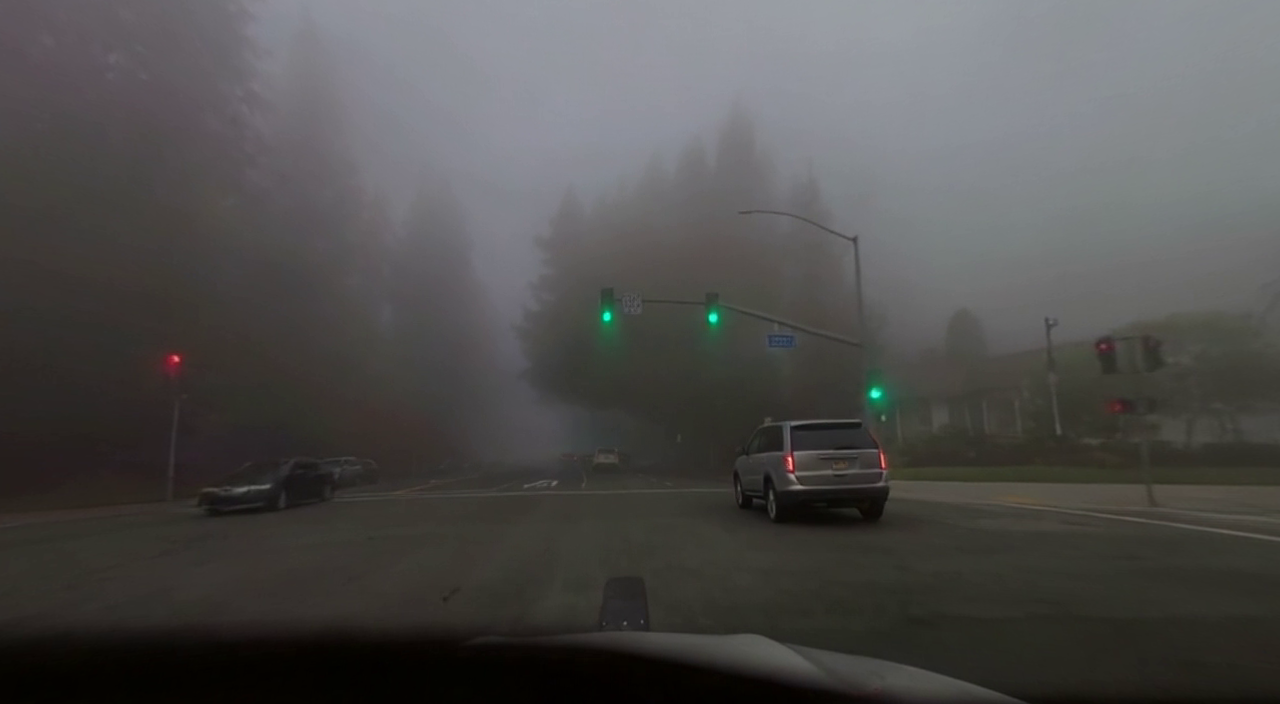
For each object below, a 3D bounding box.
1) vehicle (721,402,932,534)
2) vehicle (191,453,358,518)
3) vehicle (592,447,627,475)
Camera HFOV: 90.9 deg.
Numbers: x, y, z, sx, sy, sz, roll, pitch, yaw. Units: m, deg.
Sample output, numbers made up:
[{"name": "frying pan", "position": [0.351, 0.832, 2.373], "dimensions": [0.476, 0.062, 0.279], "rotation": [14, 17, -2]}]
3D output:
[{"name": "vehicle", "position": [3.315, 2.231, 12.827], "dimensions": [2.338, 2.063, 5.592], "rotation": [0, -8, -3]}, {"name": "vehicle", "position": [-10.031, 3.658, 17.846], "dimensions": [2.035, 1.475, 4.639], "rotation": [0, -8, -1]}, {"name": "vehicle", "position": [-2.106, 7.212, 42.116], "dimensions": [2.138, 1.729, 4.178], "rotation": [0, -8, -5]}]
